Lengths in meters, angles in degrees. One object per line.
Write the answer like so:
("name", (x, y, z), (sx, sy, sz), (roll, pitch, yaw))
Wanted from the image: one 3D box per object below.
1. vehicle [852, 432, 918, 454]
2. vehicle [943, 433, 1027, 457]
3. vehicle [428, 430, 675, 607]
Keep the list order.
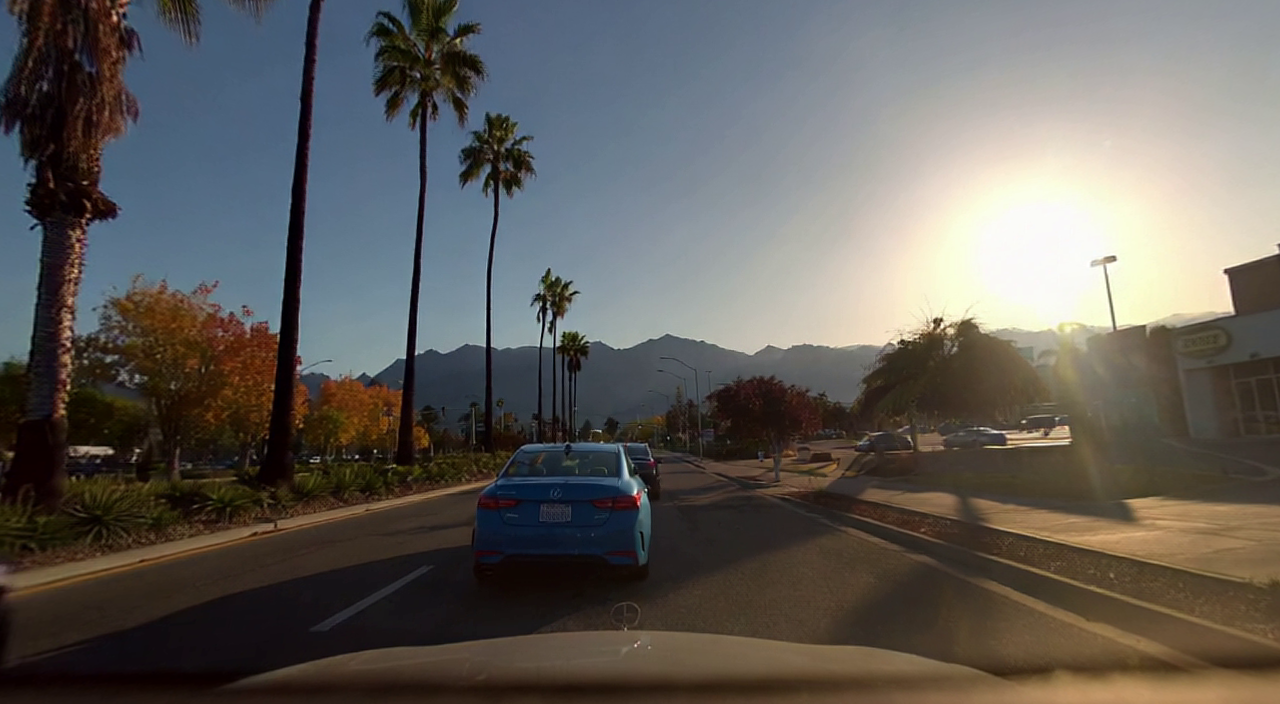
("vehicle", (19.262, 7.202, 49.785), (1.925, 1.652, 4.490), (6, -10, -34))
("vehicle", (22.861, 6.155, 41.904), (4.640, 1.526, 1.961), (2, -9, -12))
("vehicle", (-0.811, 1.687, 7.325), (2.067, 1.459, 3.886), (0, -8, -2))
